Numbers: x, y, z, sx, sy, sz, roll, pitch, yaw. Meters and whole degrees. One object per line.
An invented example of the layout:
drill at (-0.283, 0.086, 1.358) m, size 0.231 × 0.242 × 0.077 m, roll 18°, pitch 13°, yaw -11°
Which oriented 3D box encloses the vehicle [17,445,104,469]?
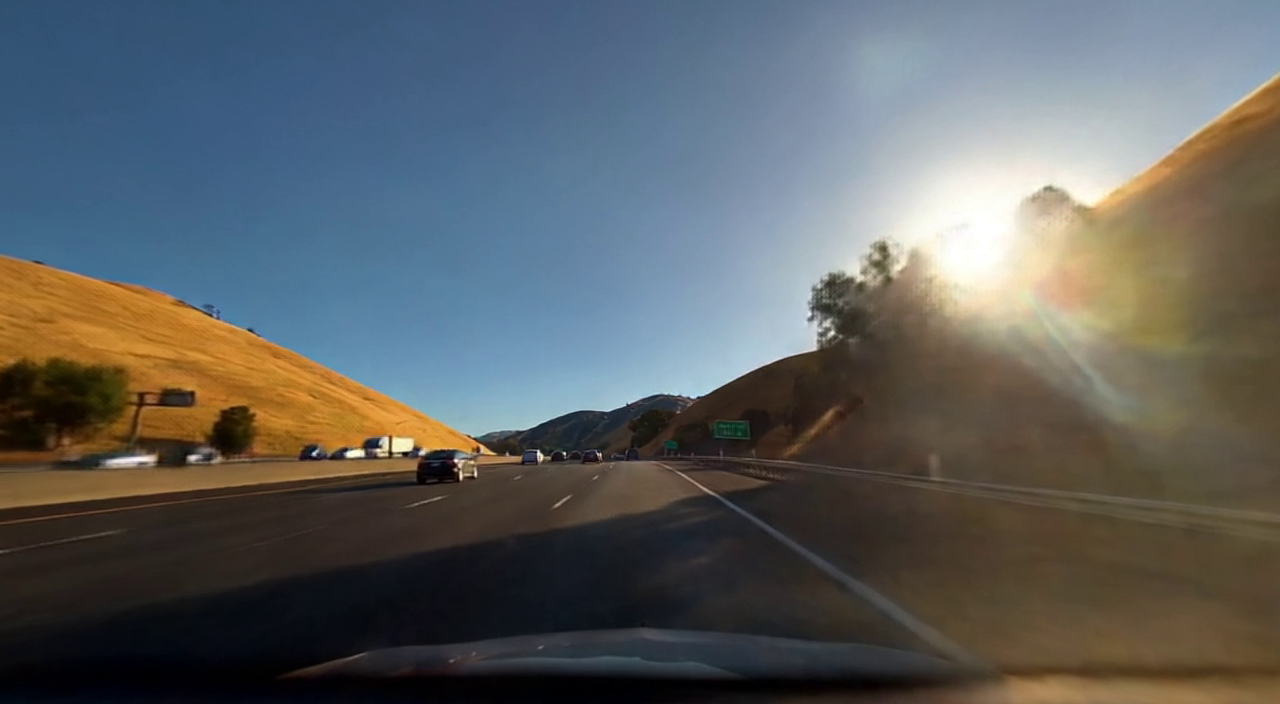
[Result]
vehicle at (-39.205, 7.117, 42.764) m, size 1.851 × 1.509 × 4.345 m, roll 0°, pitch -9°, yaw -2°

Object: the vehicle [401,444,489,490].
vehicle at (-7.403, 4.394, 24.427) m, size 2.045 × 1.624 × 4.338 m, roll 0°, pitch -9°, yaw 0°

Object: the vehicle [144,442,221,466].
vehicle at (-31.759, 7.094, 43.918) m, size 2.159 × 1.528 × 4.396 m, roll 0°, pitch -9°, yaw -2°
